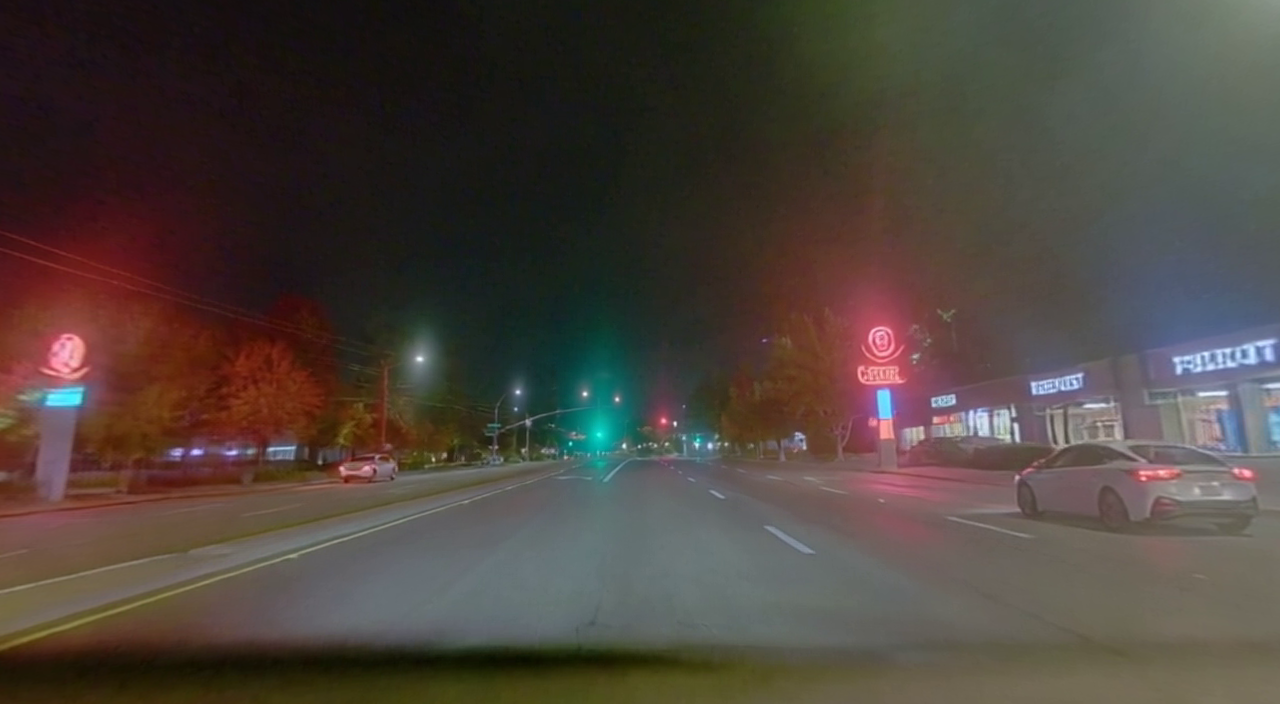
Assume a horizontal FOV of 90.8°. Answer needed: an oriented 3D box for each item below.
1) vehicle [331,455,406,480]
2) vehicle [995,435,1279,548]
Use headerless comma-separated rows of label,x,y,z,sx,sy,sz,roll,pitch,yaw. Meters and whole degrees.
vehicle,-18.271,7.729,42.462,4.523,1.494,1.857,-3,-9,21
vehicle,8.128,2.157,10.502,1.936,1.460,4.258,0,-8,0
